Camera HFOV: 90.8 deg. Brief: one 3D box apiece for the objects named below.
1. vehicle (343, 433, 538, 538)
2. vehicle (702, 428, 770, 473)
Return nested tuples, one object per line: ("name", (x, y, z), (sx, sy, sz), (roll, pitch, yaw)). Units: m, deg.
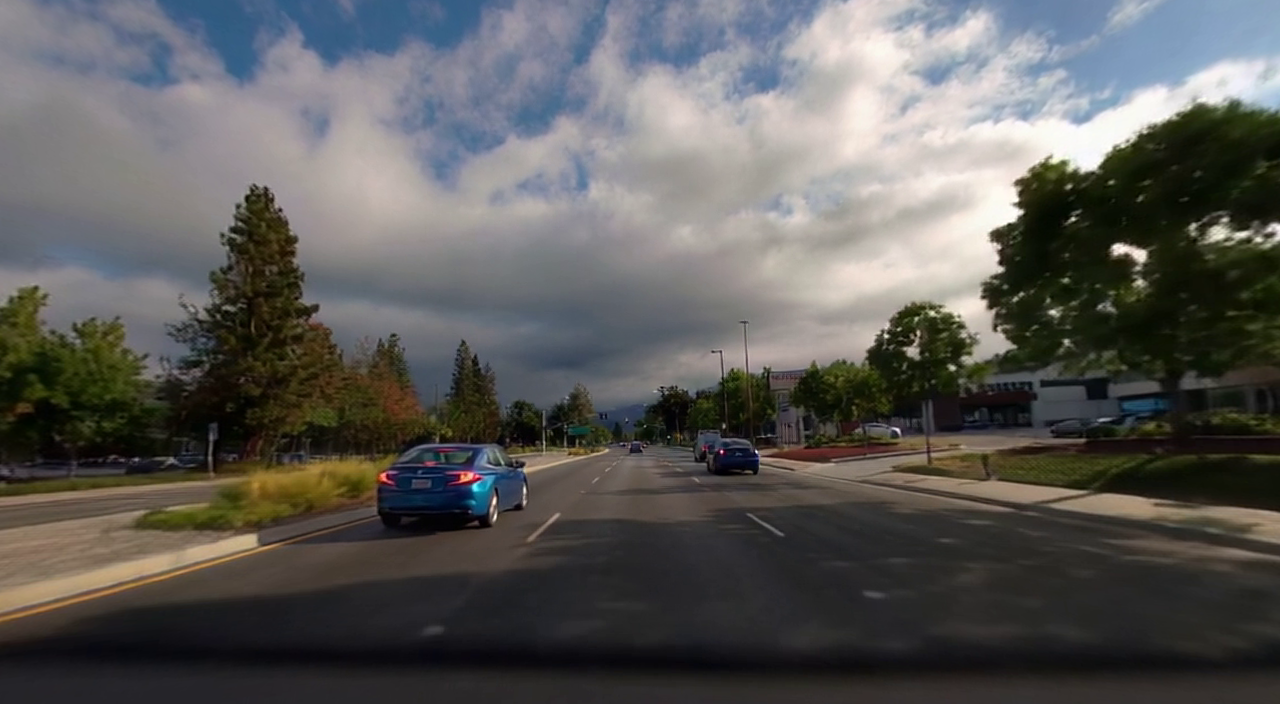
("vehicle", (-3.168, 2.201, 11.129), (2.017, 1.470, 4.293), (0, -8, 0))
("vehicle", (4.602, 4.870, 31.387), (2.476, 2.016, 5.586), (0, -8, 0))
